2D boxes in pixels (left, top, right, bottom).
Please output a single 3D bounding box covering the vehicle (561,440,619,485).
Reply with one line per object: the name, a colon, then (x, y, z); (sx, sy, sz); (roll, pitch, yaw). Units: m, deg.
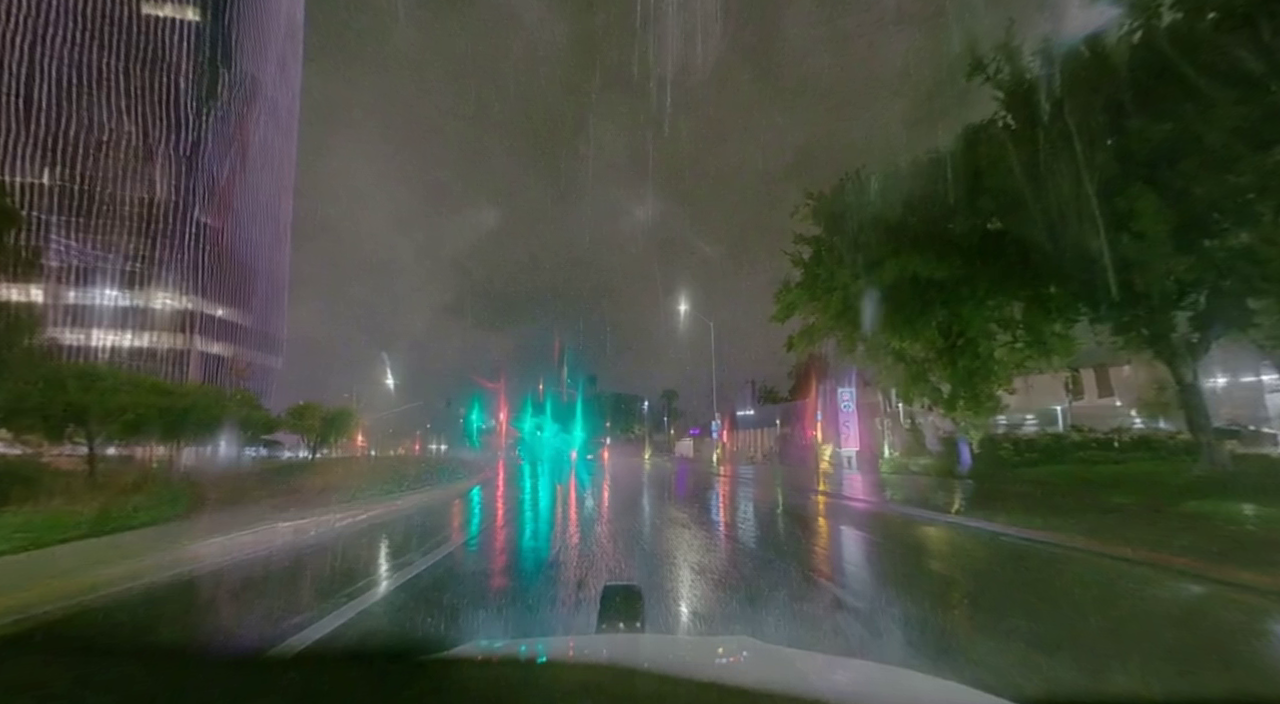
vehicle: (-2.096, 4.514, 25.984); (2.183, 1.675, 4.319); (1, -9, -6)
